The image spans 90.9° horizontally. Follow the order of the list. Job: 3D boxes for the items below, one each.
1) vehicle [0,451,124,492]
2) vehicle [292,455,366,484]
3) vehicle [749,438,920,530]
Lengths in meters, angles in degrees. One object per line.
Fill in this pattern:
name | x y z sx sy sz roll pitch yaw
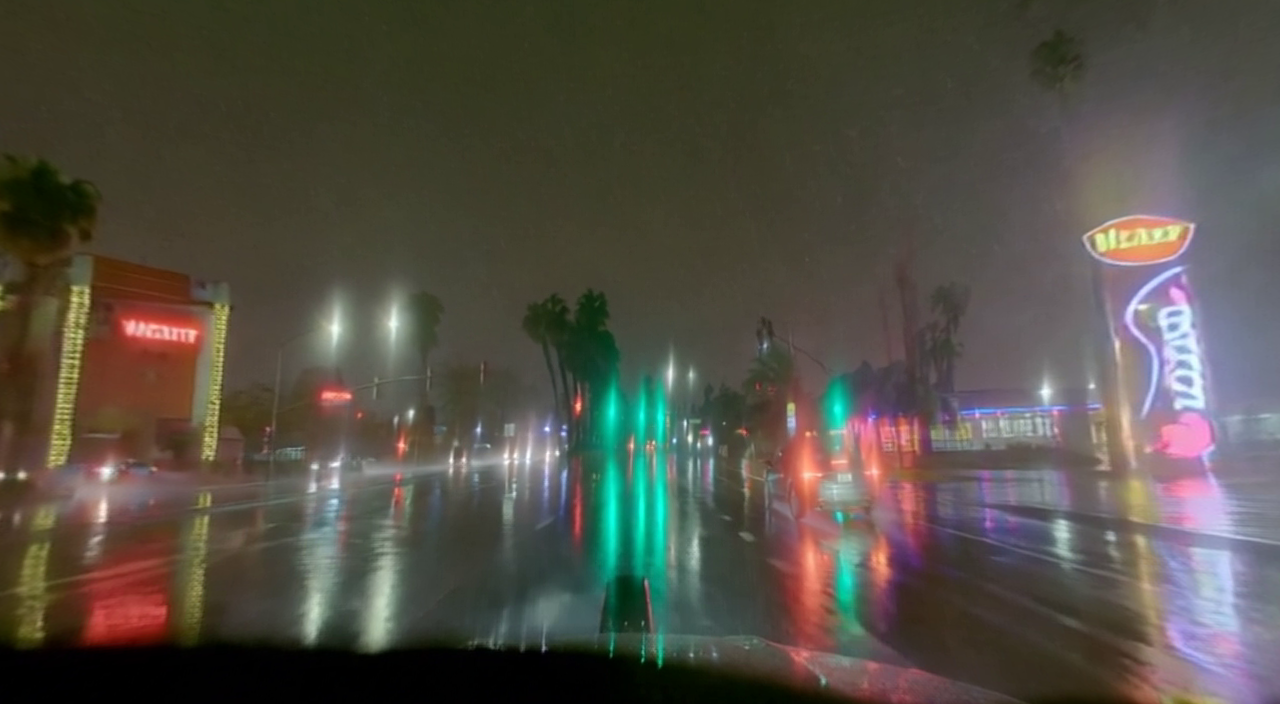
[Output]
vehicle | -29.930 5.921 31.524 6.041 1.907 2.490 0 -8 2
vehicle | -17.505 6.627 35.771 1.961 1.500 4.291 0 -9 1
vehicle | 3.591 2.520 12.738 1.870 1.467 4.800 0 -9 -1
